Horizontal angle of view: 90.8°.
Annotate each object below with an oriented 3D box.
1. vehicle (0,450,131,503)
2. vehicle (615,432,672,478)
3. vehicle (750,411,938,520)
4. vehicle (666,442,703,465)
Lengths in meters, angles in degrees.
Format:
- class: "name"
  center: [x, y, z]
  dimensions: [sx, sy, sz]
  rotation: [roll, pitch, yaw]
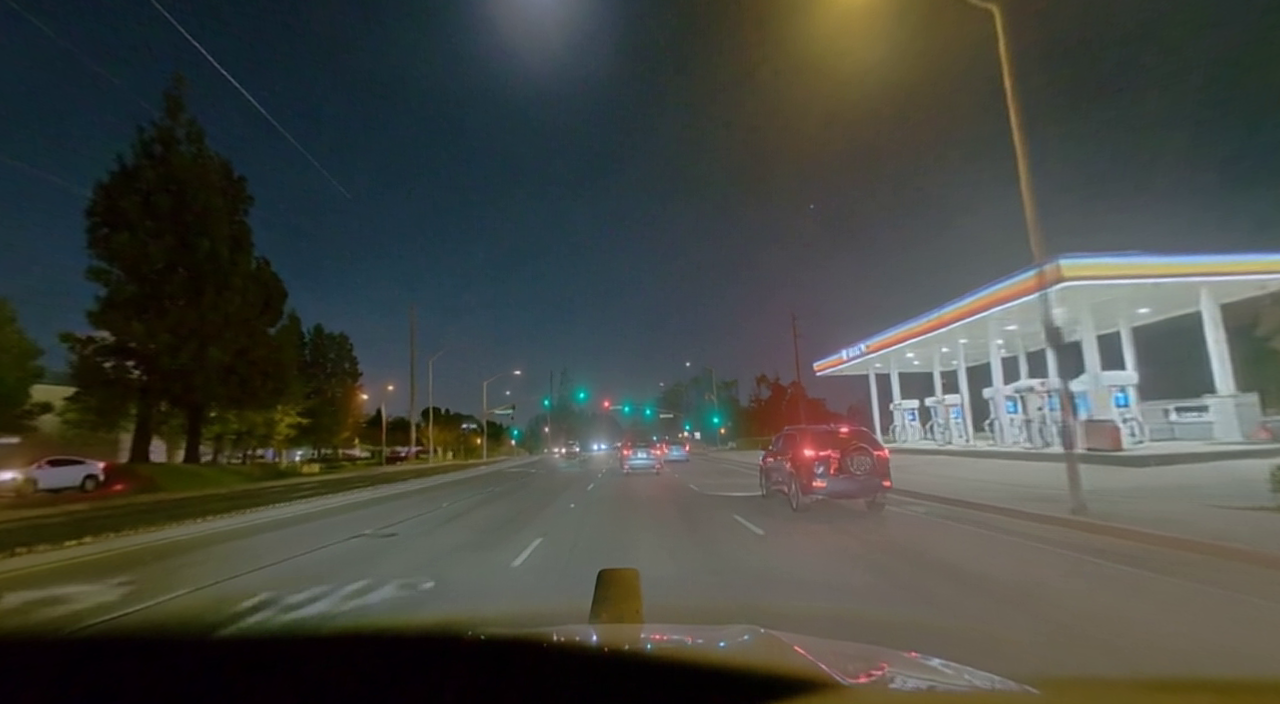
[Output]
- class: "vehicle"
  center: [-24.355, 4.945, 25.390]
  dimensions: [2.100, 1.937, 5.517]
  rotation: [-4, -9, 26]
- class: "vehicle"
  center: [0.055, 4.166, 25.768]
  dimensions: [2.164, 1.718, 3.881]
  rotation: [0, -8, -2]
- class: "vehicle"
  center: [3.837, 2.252, 13.058]
  dimensions: [2.116, 1.791, 5.006]
  rotation: [0, -8, -1]
- class: "vehicle"
  center: [2.648, 6.149, 38.317]
  dimensions: [1.822, 1.331, 3.583]
  rotation: [0, -8, -3]
